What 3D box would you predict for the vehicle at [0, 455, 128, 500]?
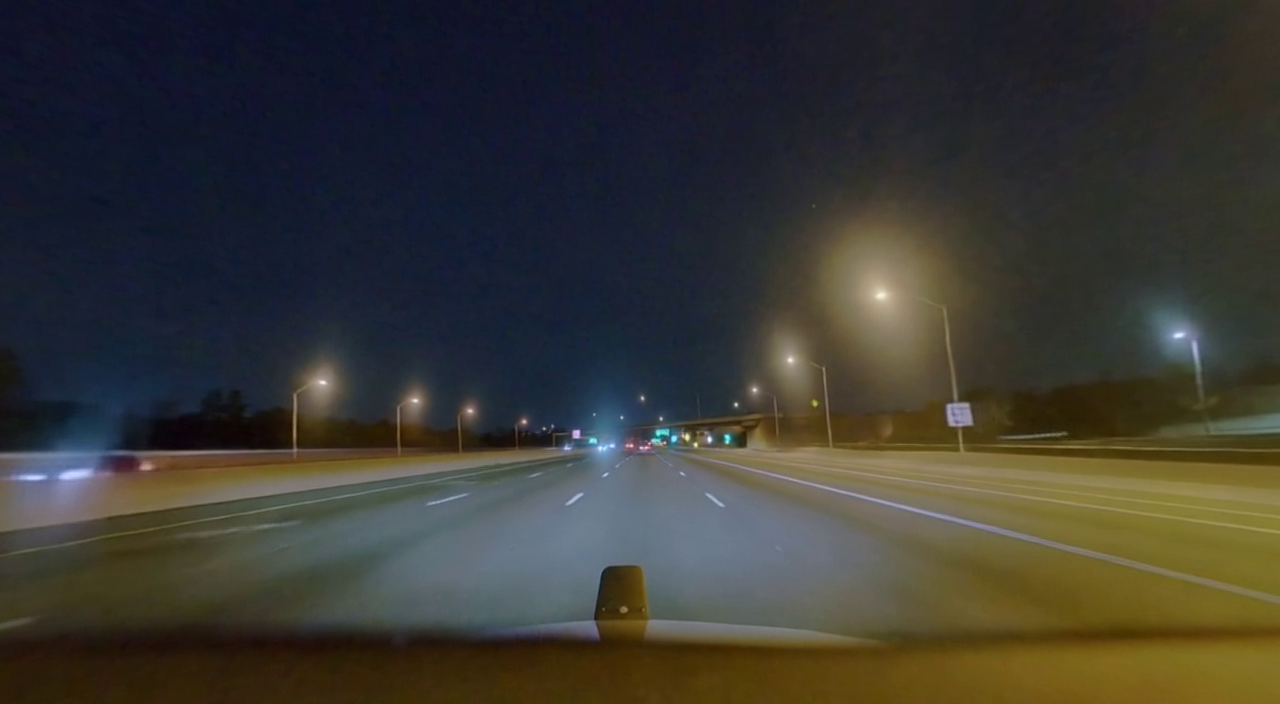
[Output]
[{"bbox_3d":[-21.935,4.601,23.445,1.876,1.404,4.678,-1,-8,0],"label":"vehicle"}]
